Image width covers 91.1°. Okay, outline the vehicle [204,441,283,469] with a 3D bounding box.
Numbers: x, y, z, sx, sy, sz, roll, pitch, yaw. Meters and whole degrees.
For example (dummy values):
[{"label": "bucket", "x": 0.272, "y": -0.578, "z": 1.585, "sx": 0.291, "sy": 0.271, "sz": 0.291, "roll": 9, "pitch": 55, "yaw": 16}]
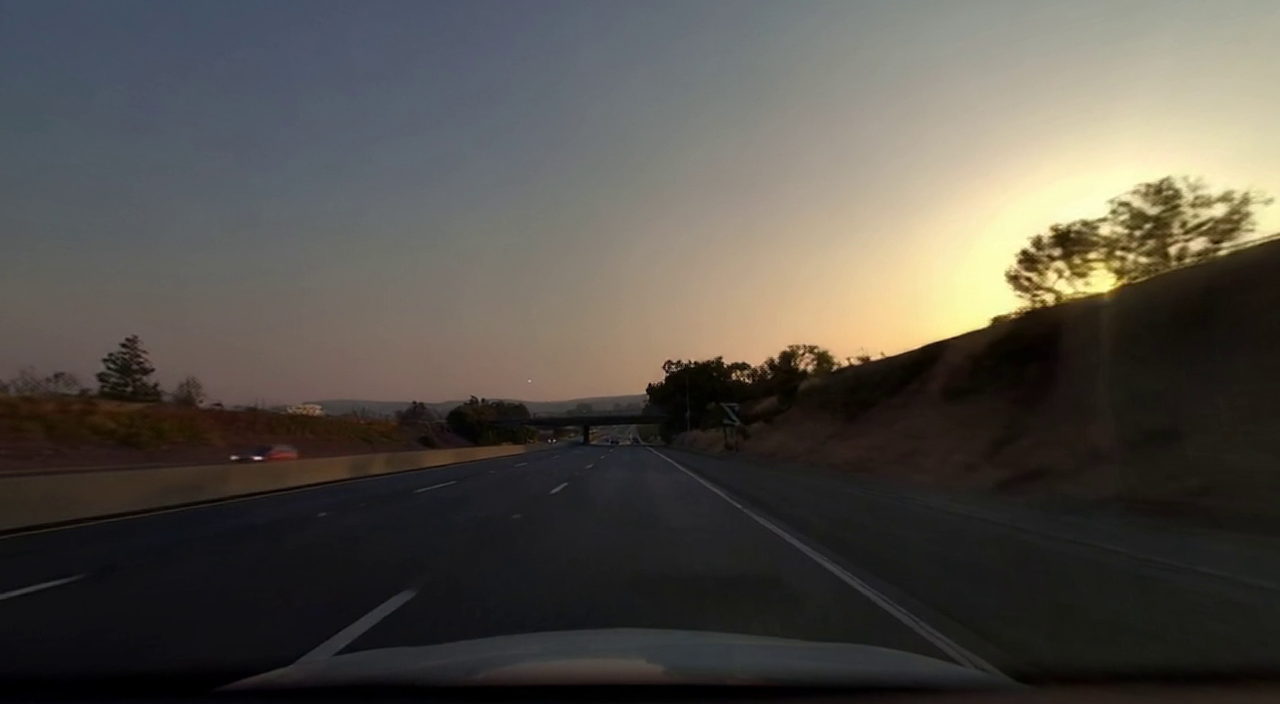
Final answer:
[{"label": "vehicle", "x": -23.750, "y": 6.172, "z": 37.888, "sx": 1.963, "sy": 1.533, "sz": 4.321, "roll": 0, "pitch": -8, "yaw": -1}]
